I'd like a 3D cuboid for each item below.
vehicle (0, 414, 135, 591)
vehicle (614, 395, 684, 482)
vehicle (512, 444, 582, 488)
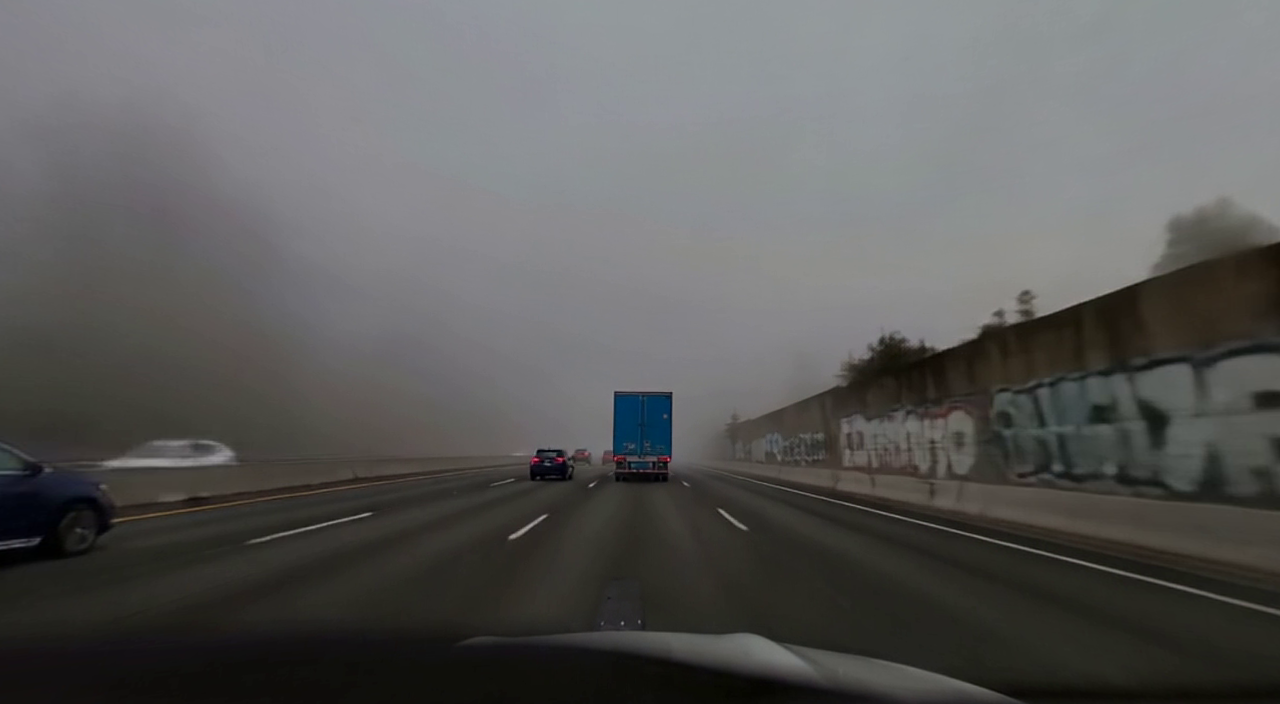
[{"bbox_3d":[-6.869,1.298,5.212,2.005,1.607,4.042,0,-9,-1],"label":"vehicle"},{"bbox_3d":[0.322,4.394,31.425,2.915,3.661,9.741,0,-9,0],"label":"vehicle"},{"bbox_3d":[-3.444,4.323,24.088,2.020,1.505,4.171,0,-9,0],"label":"vehicle"}]
